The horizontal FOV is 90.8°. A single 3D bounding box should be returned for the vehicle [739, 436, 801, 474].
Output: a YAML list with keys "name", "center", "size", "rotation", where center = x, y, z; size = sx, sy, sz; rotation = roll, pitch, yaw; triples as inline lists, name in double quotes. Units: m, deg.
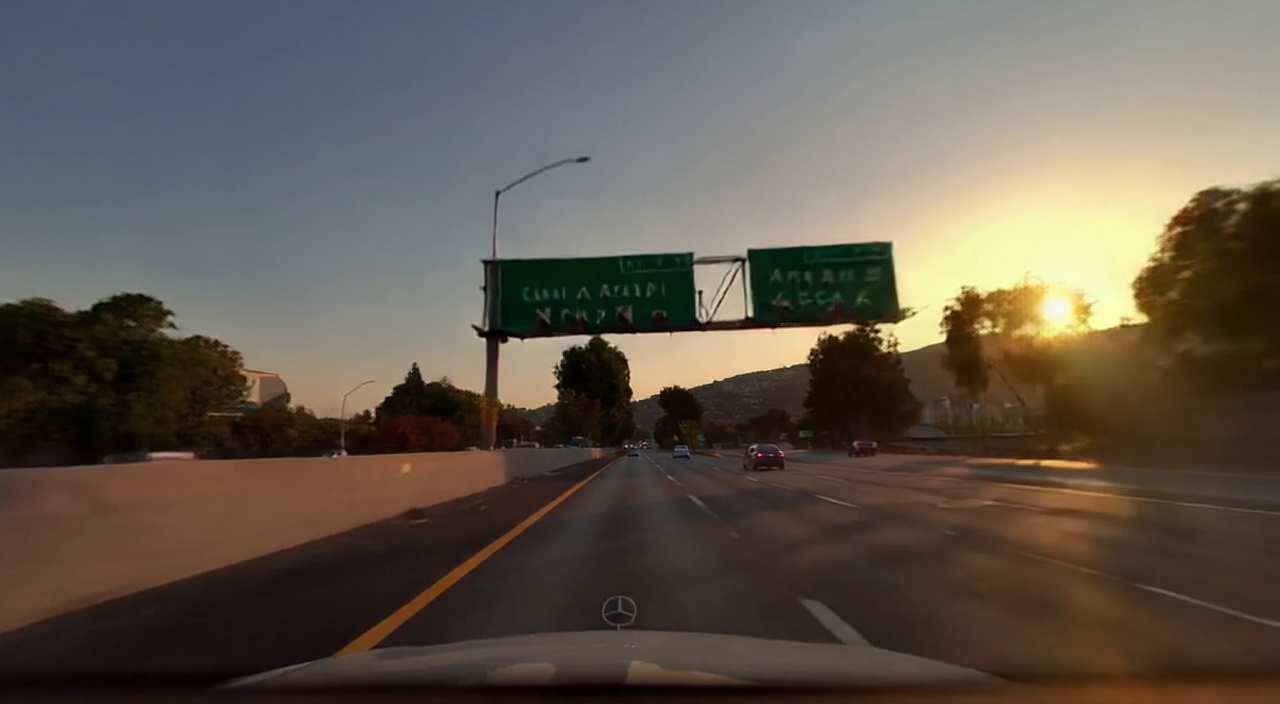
- name: "vehicle"
  center: [6.236, 4.974, 30.790]
  size: [2.030, 1.706, 4.279]
  rotation: [0, -9, -1]
